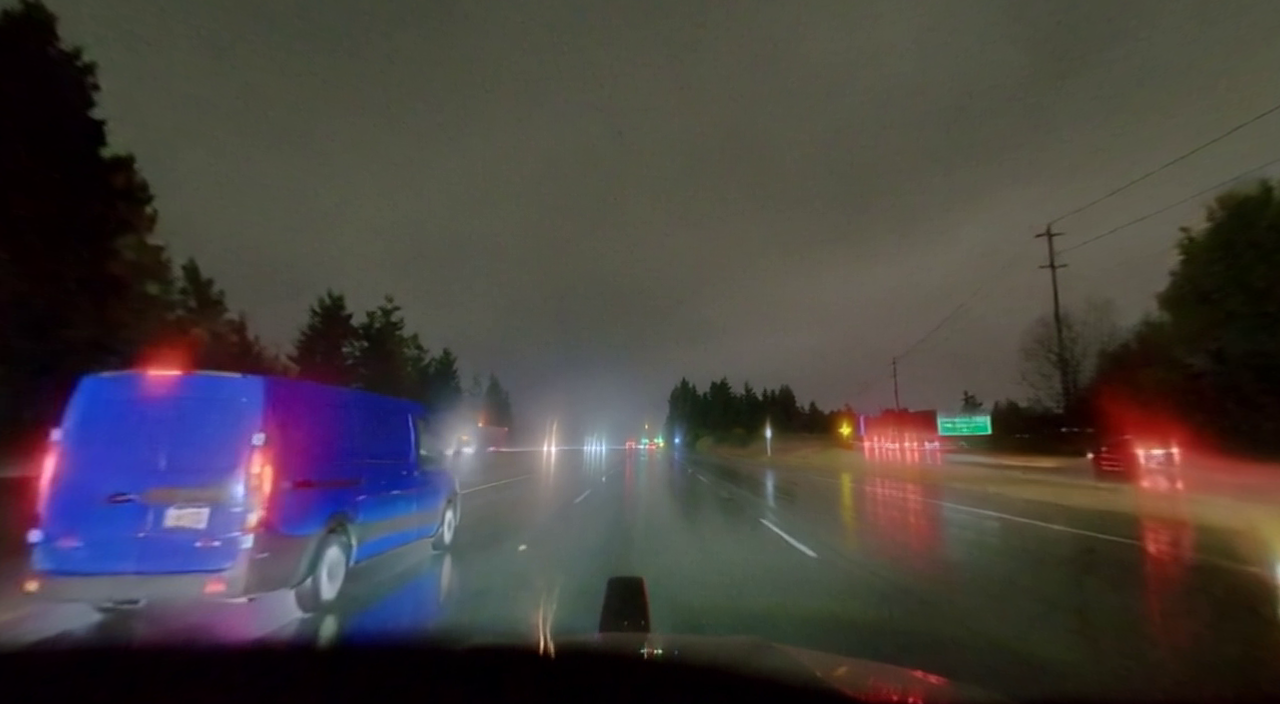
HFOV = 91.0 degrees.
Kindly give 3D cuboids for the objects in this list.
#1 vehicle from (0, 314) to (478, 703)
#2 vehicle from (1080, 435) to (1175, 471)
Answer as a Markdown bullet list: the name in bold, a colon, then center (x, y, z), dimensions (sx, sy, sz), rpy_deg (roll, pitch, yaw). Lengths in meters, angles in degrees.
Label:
- **vehicle**: center (-3.249, 1.121, 5.619), dimensions (2.281, 2.025, 4.586), rpy_deg (0, -8, 1)
- **vehicle**: center (21.573, 4.476, 28.018), dimensions (1.859, 1.498, 3.547), rpy_deg (-2, -8, 12)
